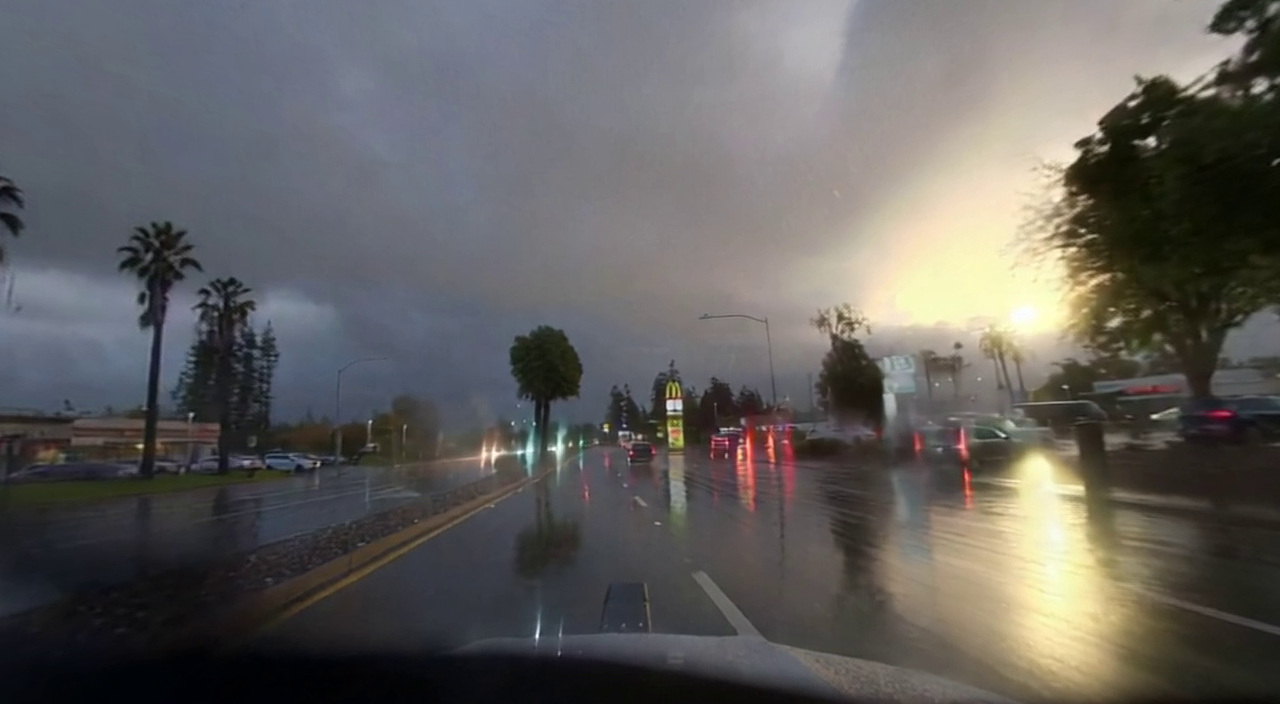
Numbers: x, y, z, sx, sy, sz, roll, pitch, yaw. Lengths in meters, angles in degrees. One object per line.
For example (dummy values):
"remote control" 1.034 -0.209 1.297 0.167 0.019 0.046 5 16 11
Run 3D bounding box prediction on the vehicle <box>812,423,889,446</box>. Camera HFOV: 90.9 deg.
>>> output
"vehicle" 14.521 5.733 43.683 4.691 1.545 1.900 0 -8 0

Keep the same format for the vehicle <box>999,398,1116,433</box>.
"vehicle" 27.316 4.180 41.376 6.052 2.013 2.331 -1 -9 -5

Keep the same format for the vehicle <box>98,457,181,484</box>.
"vehicle" -31.894 7.549 40.366 2.067 1.563 4.043 0 -8 -2

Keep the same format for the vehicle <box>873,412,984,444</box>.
"vehicle" 16.005 4.253 35.199 5.123 1.730 2.183 0 -8 -2

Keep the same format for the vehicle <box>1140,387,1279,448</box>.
"vehicle" 16.679 1.808 17.053 4.711 1.546 1.891 0 -8 -2
